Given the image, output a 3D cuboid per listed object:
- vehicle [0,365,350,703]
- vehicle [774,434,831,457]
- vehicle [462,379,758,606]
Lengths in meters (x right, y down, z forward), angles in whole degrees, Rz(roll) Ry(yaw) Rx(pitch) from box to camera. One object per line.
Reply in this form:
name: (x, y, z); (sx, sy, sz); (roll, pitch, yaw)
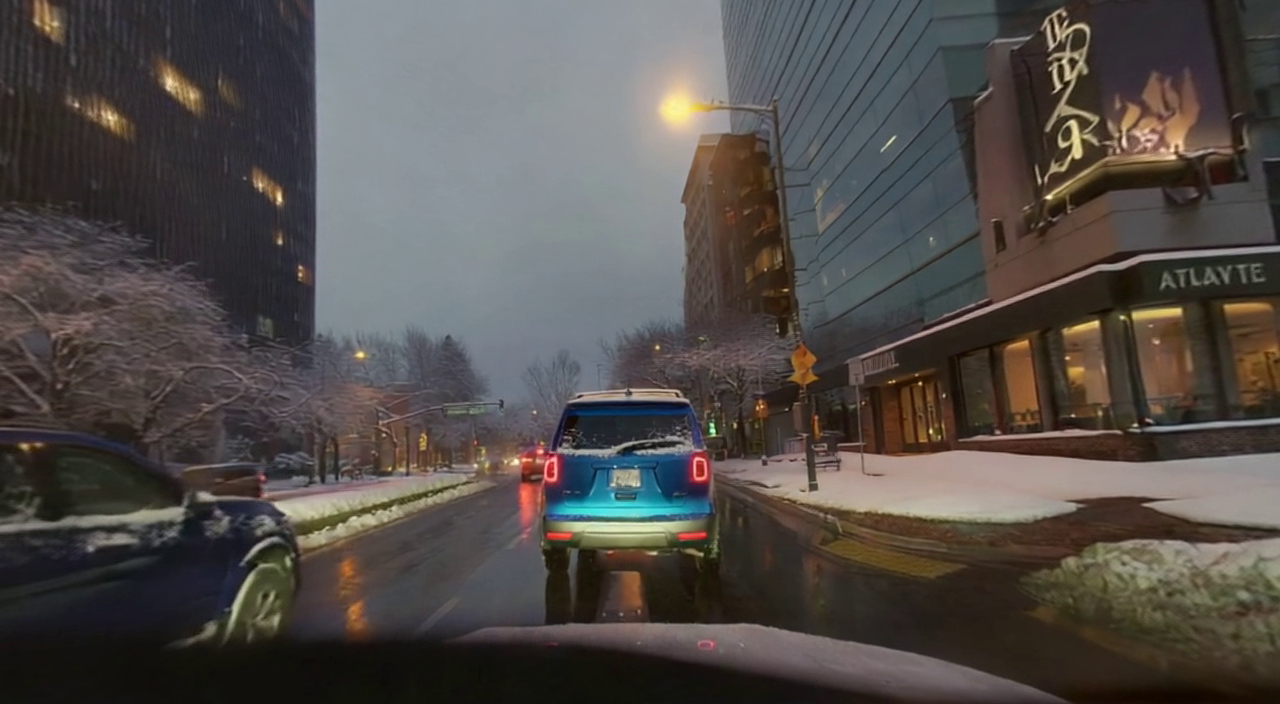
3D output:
vehicle: (-3.340, 0.997, 3.004); (1.971, 1.658, 4.428); (0, -8, -3)
vehicle: (10.461, 5.990, 40.427); (1.877, 1.416, 3.965); (-8, -12, 41)
vehicle: (-0.340, 1.522, 7.716); (2.531, 1.930, 4.382); (0, -8, -2)
